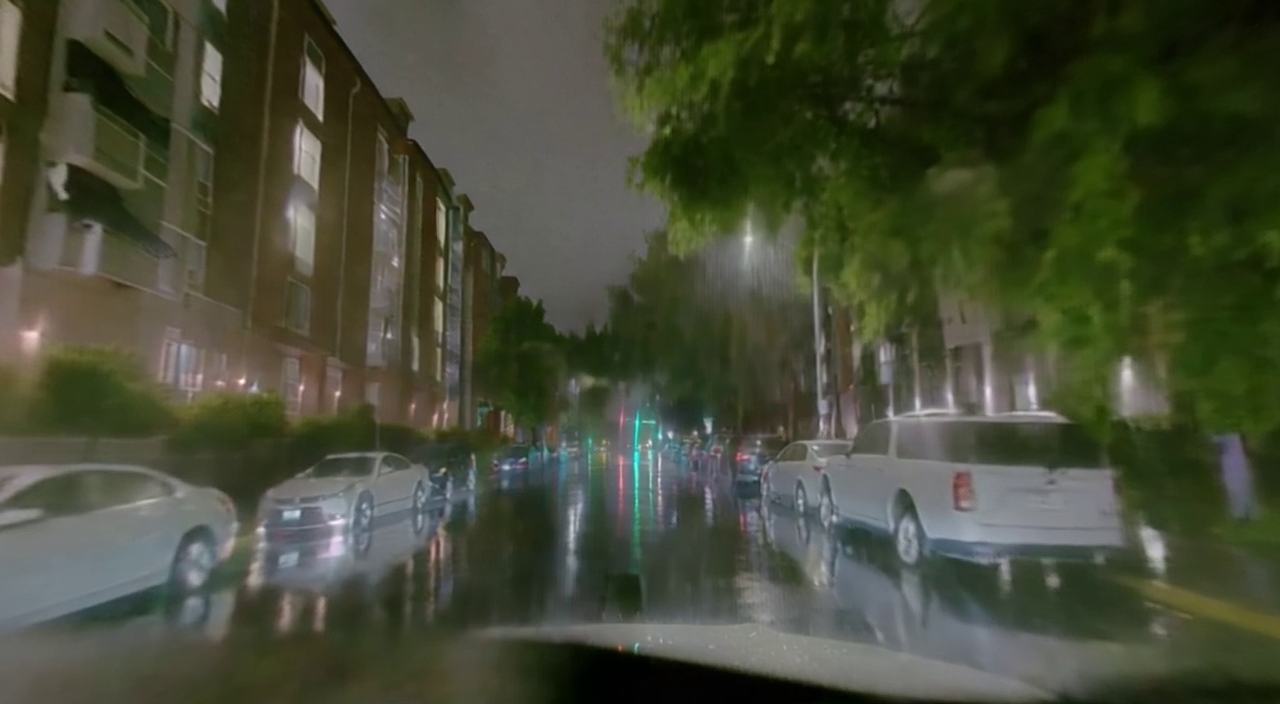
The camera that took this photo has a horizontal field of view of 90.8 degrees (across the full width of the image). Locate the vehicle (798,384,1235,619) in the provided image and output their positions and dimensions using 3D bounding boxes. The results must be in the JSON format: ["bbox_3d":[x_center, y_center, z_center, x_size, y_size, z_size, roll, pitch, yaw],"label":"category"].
[{"bbox_3d":[3.530,1.515,7.464,1.912,1.781,5.159,0,-8,-1],"label":"vehicle"}]

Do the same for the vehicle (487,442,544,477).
[{"bbox_3d":[-5.589,4.872,28.936,1.647,1.481,4.433,0,-8,1],"label":"vehicle"}]

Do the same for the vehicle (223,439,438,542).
[{"bbox_3d":[-5.319,2.385,11.665,1.711,1.500,4.510,0,-8,-1],"label":"vehicle"}]

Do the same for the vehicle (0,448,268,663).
[{"bbox_3d":[-5.106,1.469,4.913,1.649,1.408,4.665,0,-8,-1],"label":"vehicle"}]
